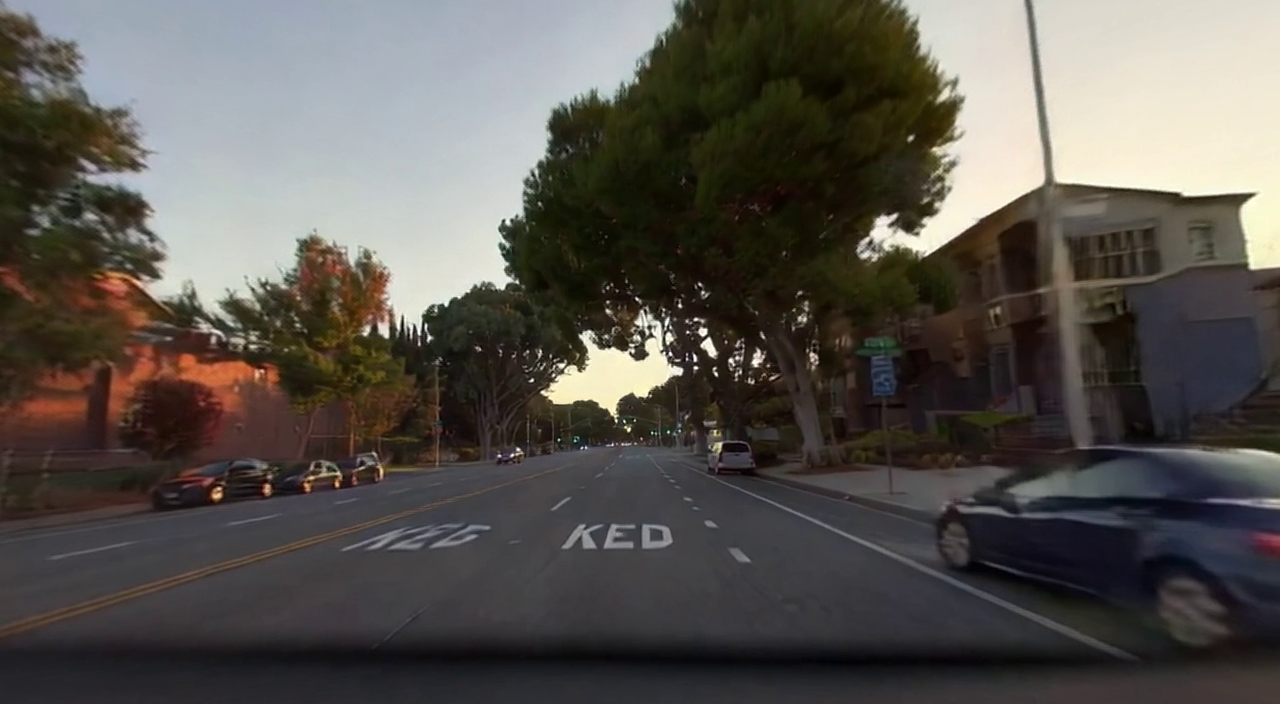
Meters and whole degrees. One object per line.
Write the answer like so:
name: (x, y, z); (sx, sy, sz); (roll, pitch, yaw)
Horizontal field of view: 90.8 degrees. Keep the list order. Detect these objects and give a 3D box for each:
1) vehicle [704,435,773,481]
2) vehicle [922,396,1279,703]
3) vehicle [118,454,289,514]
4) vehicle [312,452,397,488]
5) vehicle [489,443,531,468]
vehicle: (4.074, 4.490, 27.059); (2.220, 1.752, 4.782); (0, -8, 0)
vehicle: (4.136, 1.232, 4.396); (2.127, 1.619, 4.832); (0, -8, 0)
vehicle: (-14.069, 4.230, 20.848); (2.163, 1.641, 4.875); (0, -8, 0)
vehicle: (-14.085, 5.816, 31.523); (1.983, 1.608, 4.699); (0, -8, 1)
vehicle: (-9.864, 7.889, 48.361); (2.252, 1.737, 4.544); (0, -8, 0)
